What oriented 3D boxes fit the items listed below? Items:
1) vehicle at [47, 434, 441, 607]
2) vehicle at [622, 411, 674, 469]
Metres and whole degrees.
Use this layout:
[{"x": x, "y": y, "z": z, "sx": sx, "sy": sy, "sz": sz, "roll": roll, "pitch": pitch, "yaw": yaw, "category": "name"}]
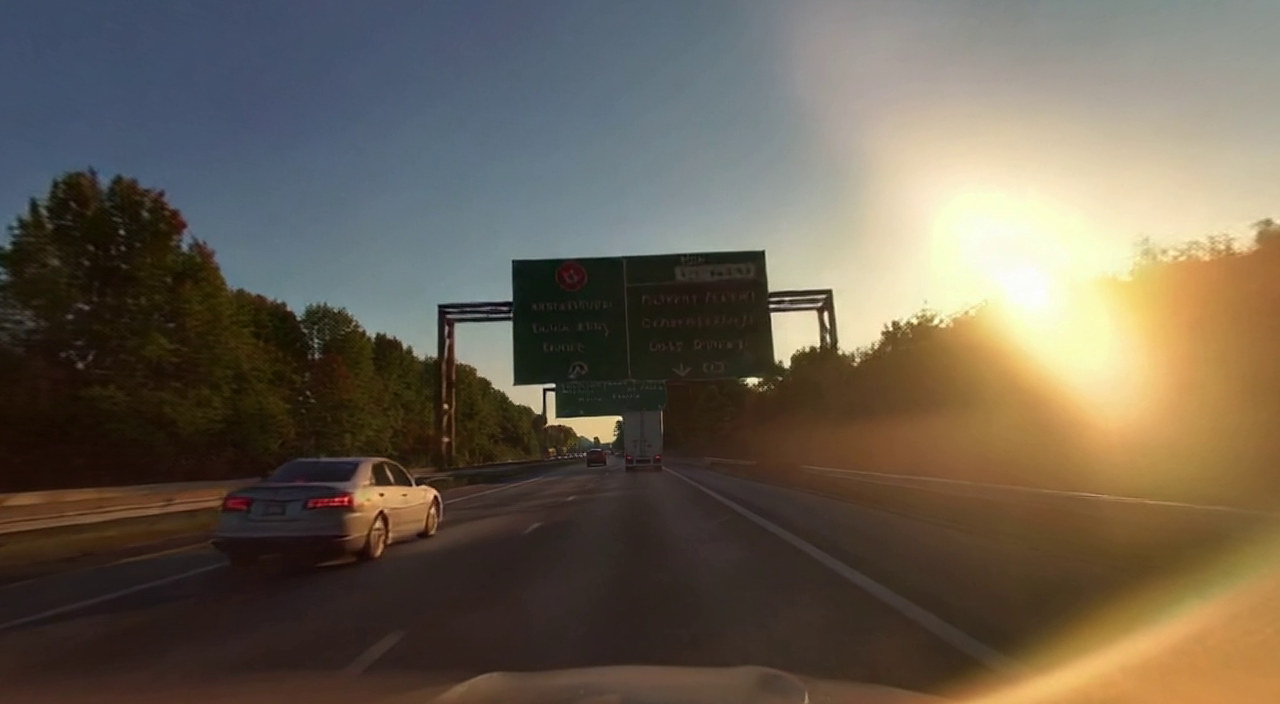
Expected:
[{"x": -4.085, "y": 1.785, "z": 7.598, "sx": 1.968, "sy": 1.460, "sz": 4.227, "roll": 0, "pitch": -9, "yaw": 0, "category": "vehicle"}, {"x": 0.356, "y": 7.067, "z": 49.542, "sx": 3.341, "sy": 3.725, "sz": 18.015, "roll": 0, "pitch": -9, "yaw": -1, "category": "vehicle"}]
